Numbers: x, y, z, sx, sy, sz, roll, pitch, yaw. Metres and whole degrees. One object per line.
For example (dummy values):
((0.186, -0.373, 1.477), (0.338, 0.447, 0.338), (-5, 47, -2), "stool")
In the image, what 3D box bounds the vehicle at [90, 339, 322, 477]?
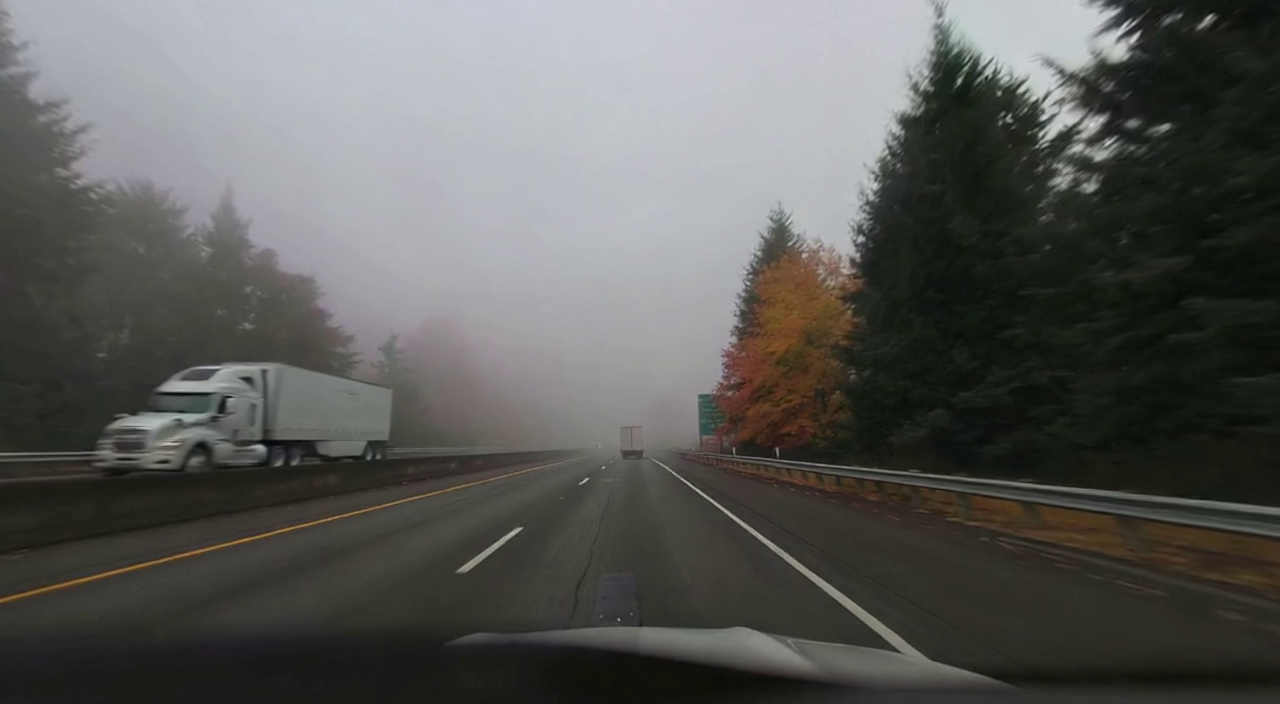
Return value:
((-15.008, 2.246, 22.759), (2.939, 4.133, 7.597), (-1, -9, -1), "vehicle")
